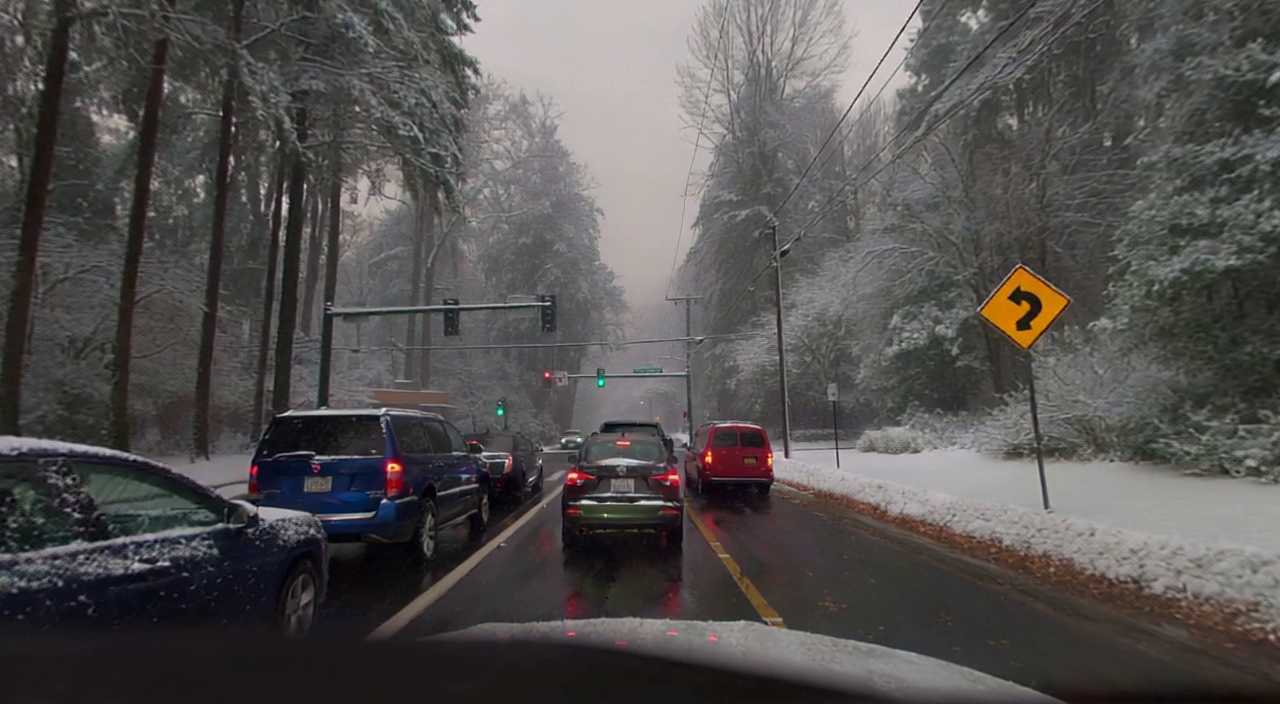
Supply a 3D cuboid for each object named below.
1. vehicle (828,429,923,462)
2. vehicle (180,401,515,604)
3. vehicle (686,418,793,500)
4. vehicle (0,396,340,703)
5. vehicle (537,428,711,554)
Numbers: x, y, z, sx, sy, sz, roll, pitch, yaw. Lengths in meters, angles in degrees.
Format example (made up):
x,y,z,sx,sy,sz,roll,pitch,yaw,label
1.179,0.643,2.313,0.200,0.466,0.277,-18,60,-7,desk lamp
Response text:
x,y,z,sx,sy,sz,roll,pitch,yaw,label
11.398,4.561,30.688,3.883,1.534,1.779,0,-8,2,vehicle
-2.886,1.577,7.448,1.964,1.712,4.097,0,-8,0,vehicle
2.468,2.810,16.873,2.059,1.864,4.541,0,-8,-1,vehicle
-2.938,0.841,1.621,1.974,1.484,4.716,0,-8,0,vehicle
-0.242,1.918,9.346,2.025,1.453,3.848,0,-8,-2,vehicle
